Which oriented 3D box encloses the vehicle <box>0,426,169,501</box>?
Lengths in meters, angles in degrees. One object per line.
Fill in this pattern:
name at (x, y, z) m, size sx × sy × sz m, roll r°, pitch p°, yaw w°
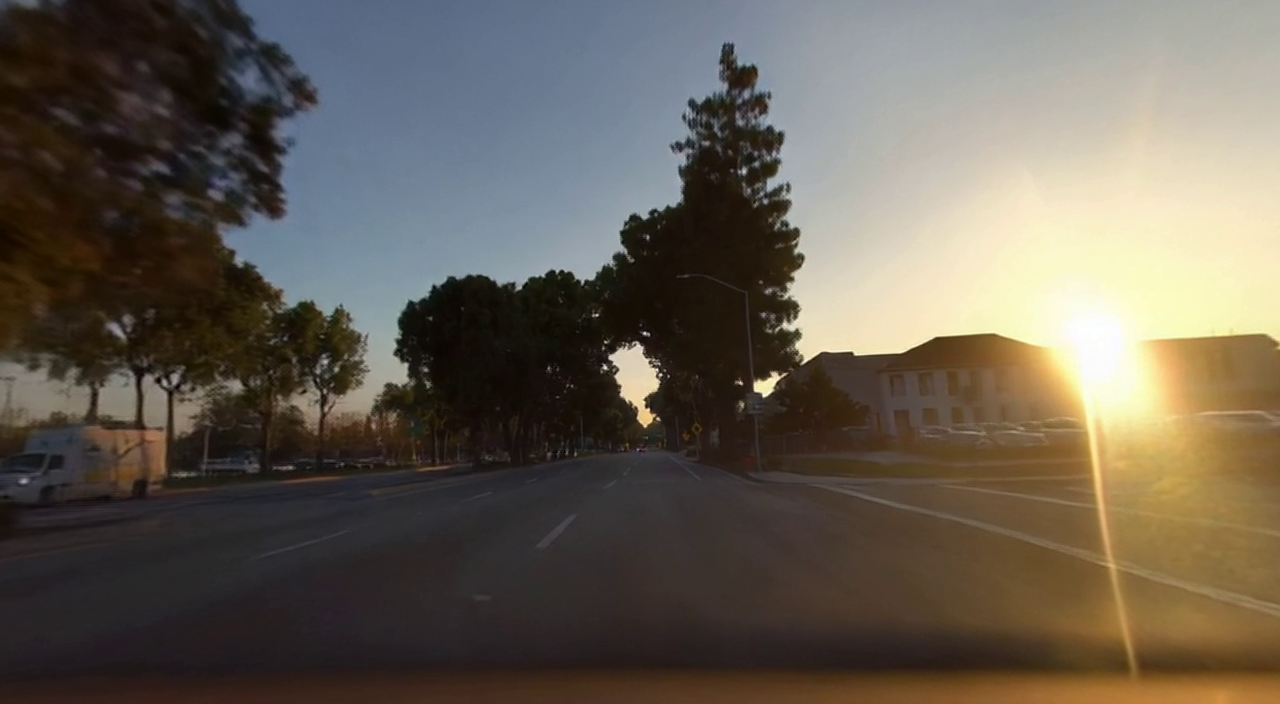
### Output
vehicle at (-34.679, 6.601, 38.076) m, size 2.955 × 3.868 × 11.255 m, roll -1°, pitch -8°, yaw 5°
